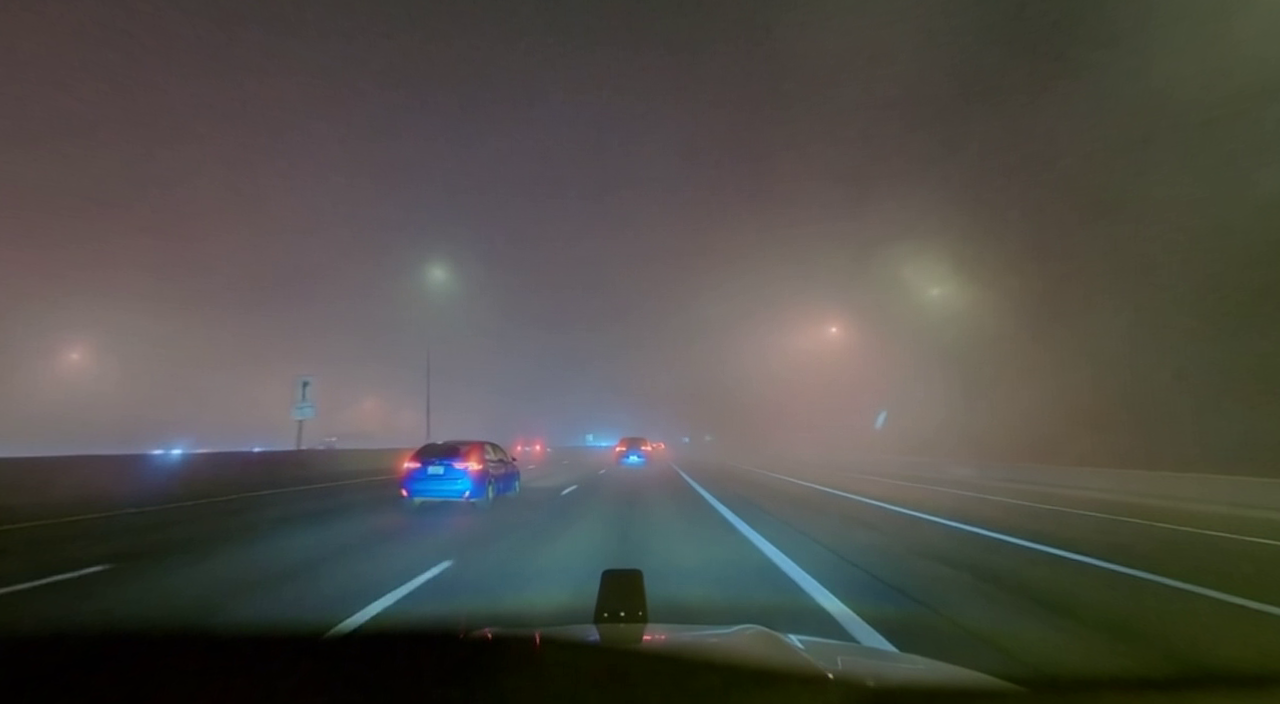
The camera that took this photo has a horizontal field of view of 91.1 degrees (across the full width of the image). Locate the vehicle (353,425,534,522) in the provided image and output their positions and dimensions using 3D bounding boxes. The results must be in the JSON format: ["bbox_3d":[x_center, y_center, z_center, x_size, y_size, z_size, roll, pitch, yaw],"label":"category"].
[{"bbox_3d":[-3.659,2.358,12.754,2.124,1.607,4.531,0,-8,1],"label":"vehicle"}]

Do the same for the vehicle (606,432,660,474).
[{"bbox_3d":[-0.234,4.387,27.406,2.155,1.690,4.318,0,-8,1],"label":"vehicle"}]
